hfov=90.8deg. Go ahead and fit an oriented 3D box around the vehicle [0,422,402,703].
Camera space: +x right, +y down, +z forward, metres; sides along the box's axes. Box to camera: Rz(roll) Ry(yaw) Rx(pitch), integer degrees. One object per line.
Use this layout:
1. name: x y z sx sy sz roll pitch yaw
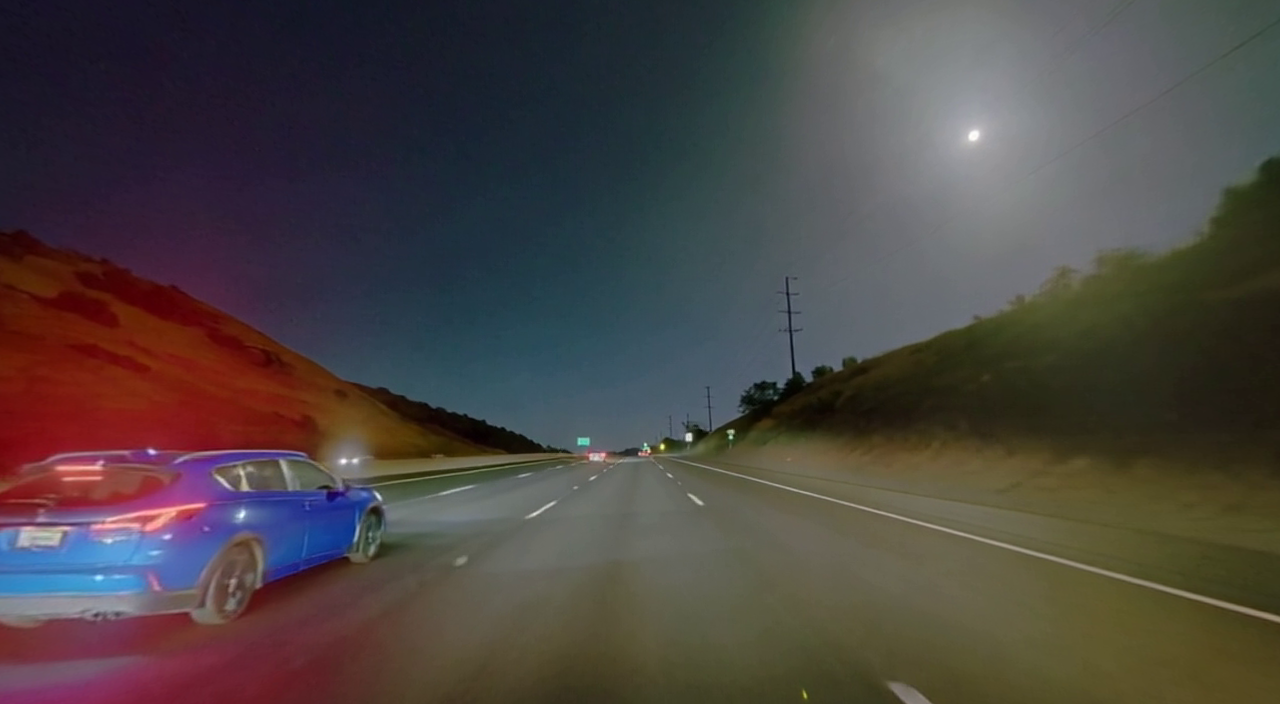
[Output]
1. vehicle: -4.102 1.470 5.550 2.064 1.489 4.966 0 -9 0
